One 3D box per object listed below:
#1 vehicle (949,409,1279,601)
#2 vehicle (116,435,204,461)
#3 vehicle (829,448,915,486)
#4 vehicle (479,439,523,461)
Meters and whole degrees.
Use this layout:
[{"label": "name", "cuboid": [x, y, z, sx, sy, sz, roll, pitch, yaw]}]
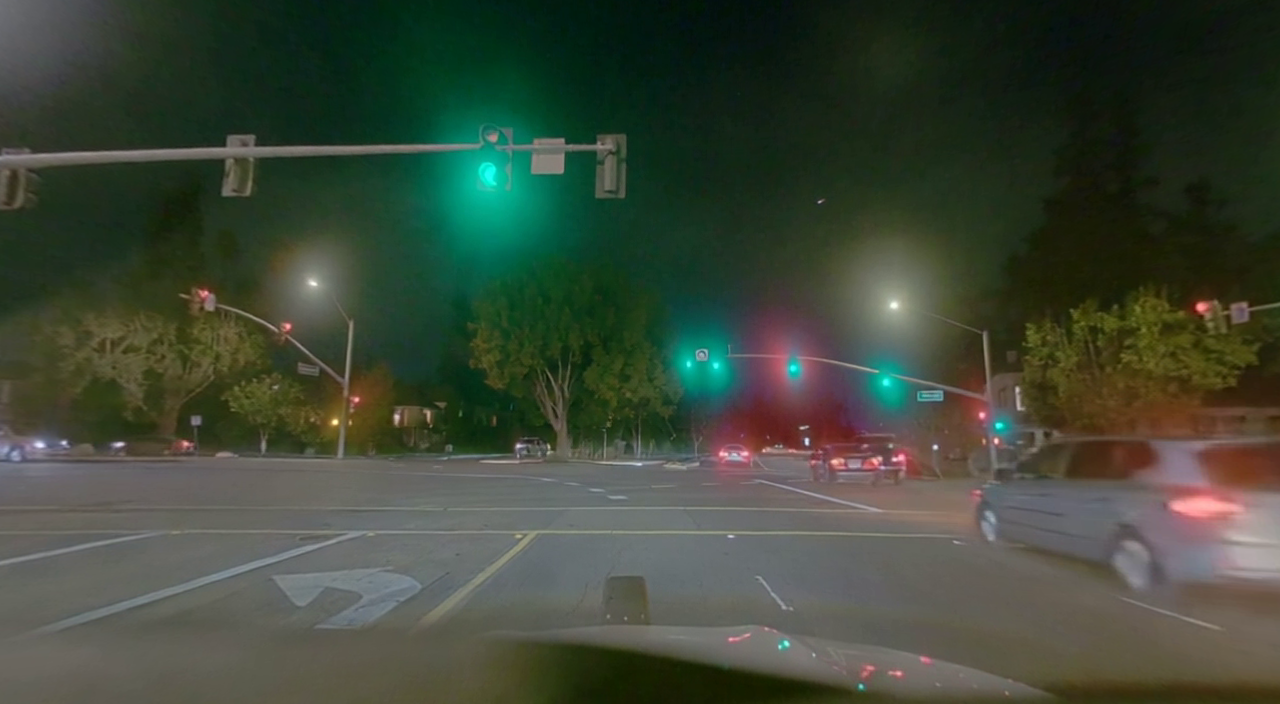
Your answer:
[{"label": "vehicle", "cuboid": [6.498, 1.814, 8.486, 2.239, 1.812, 4.812, 0, -8, 0]}, {"label": "vehicle", "cuboid": [-30.328, 6.083, 39.885, 1.917, 1.543, 4.027, -8, -12, 44]}, {"label": "vehicle", "cuboid": [9.944, 4.919, 27.436, 1.947, 1.481, 4.745, 0, -8, 1]}, {"label": "vehicle", "cuboid": [-10.116, 7.184, 46.189, 2.039, 1.519, 4.356, -1, -8, 2]}]
